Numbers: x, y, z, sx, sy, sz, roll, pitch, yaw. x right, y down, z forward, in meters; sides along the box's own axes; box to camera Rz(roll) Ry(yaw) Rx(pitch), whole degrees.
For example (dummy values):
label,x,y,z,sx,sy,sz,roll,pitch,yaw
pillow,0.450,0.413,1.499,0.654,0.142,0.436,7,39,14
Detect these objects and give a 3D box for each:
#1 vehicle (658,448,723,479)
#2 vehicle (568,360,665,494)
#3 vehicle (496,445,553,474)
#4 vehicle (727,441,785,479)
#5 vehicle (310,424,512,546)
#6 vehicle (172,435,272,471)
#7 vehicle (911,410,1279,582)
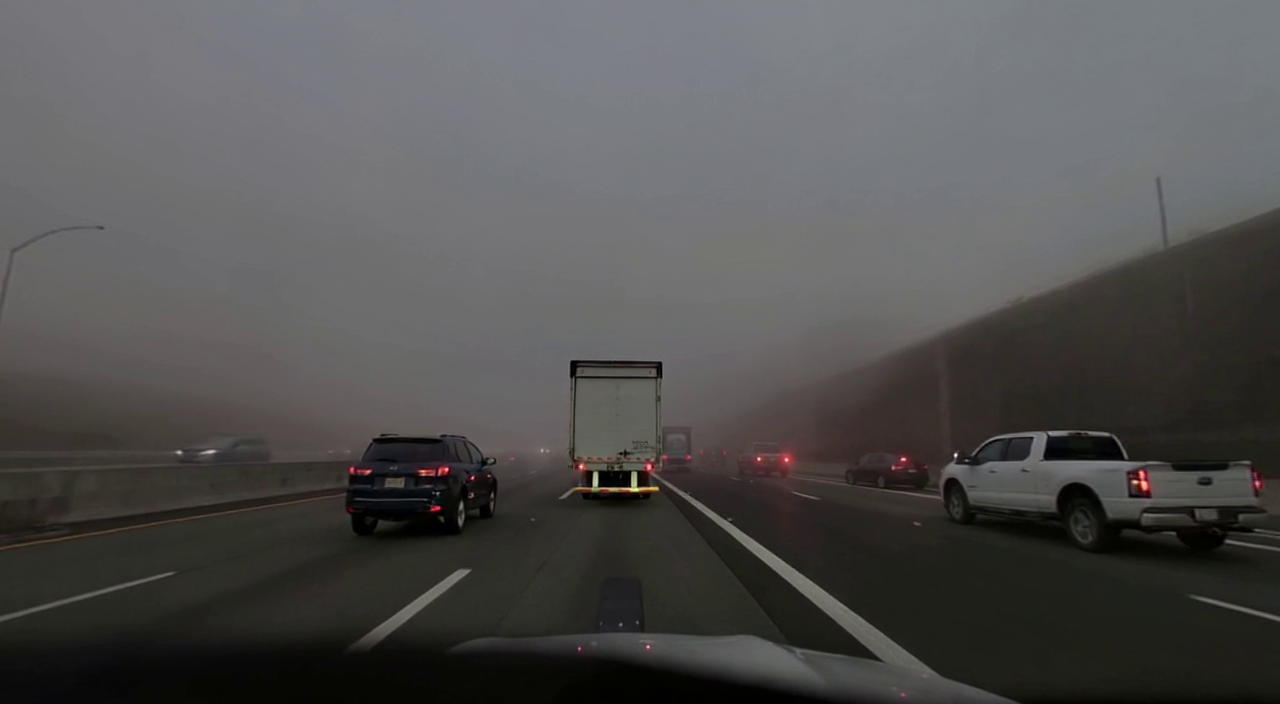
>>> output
label,x,y,z,sx,sy,sz,roll,pitch,yaw
vehicle,2.615,6.257,35.885,3.009,1.501,8.887,0,-9,0
vehicle,-0.750,3.053,24.478,2.906,4.040,10.743,0,-9,0
vehicle,-6.257,5.898,34.876,1.973,1.471,4.779,-1,-9,4
vehicle,6.203,5.815,34.301,2.070,1.888,4.546,0,-9,-2
vehicle,-3.542,2.127,10.735,1.946,1.641,4.105,0,-9,-1
vehicle,-19.665,4.773,29.965,1.857,1.550,4.200,0,-9,-1
vehicle,6.170,1.844,9.033,2.188,1.731,5.031,0,-9,-2
